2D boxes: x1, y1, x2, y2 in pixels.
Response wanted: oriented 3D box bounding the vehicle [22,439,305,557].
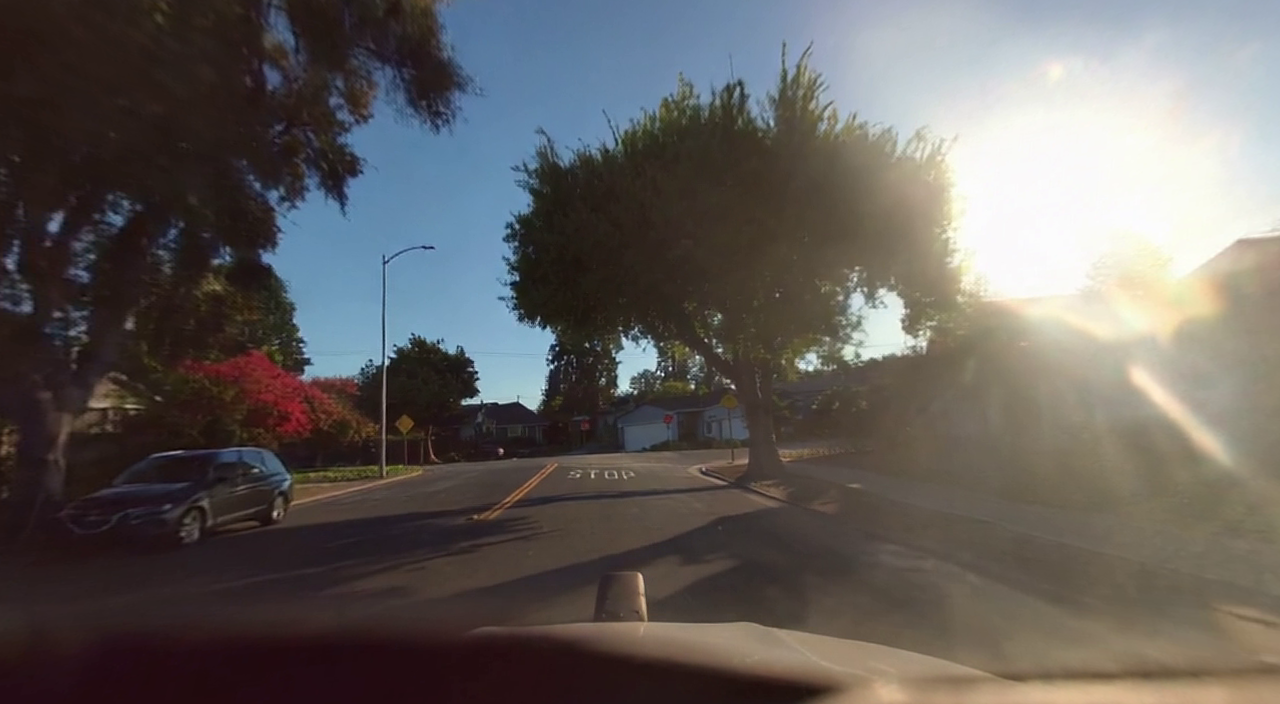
[{"bbox_3d":[-7.989,2.404,11.282,1.994,1.656,4.334,1,-8,-6],"label":"vehicle"}]
